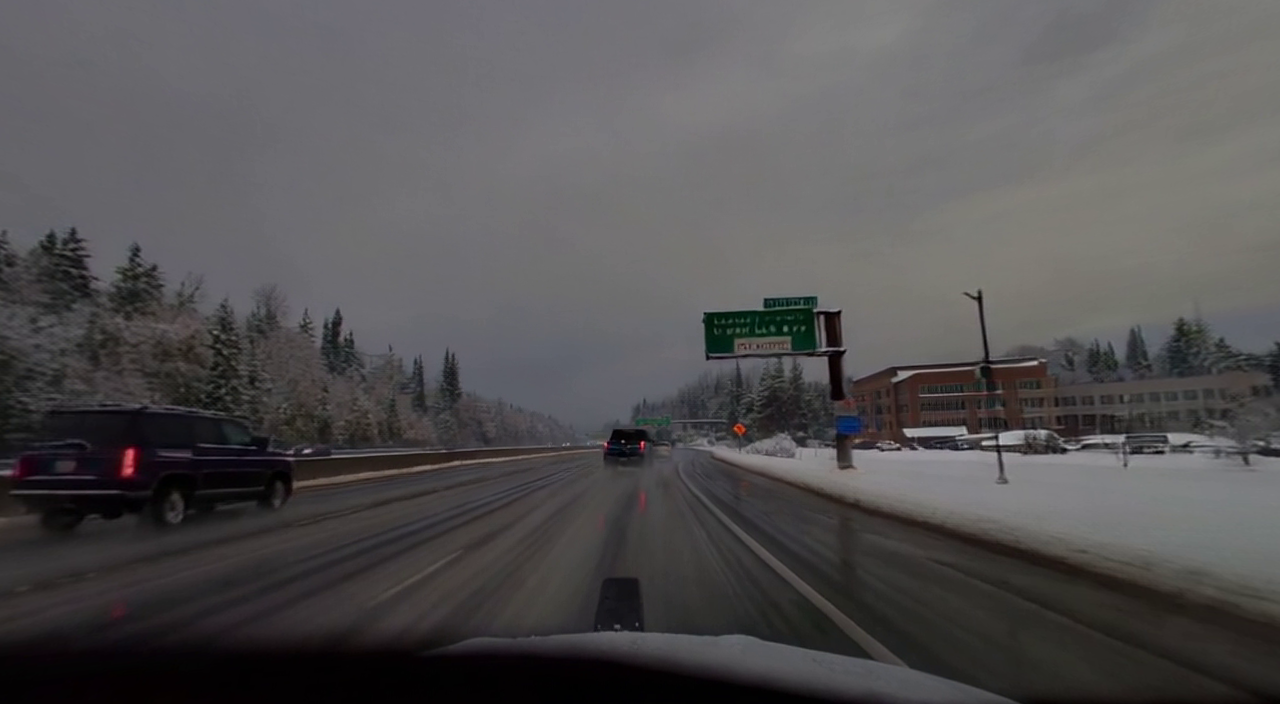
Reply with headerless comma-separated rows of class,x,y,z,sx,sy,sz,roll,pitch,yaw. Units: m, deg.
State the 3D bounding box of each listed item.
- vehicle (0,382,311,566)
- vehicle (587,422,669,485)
vehicle,-7.443,1.683,9.362,2.289,1.955,5.147,0,-9,0
vehicle,-0.264,3.634,22.769,2.497,1.957,5.432,-1,-9,3
